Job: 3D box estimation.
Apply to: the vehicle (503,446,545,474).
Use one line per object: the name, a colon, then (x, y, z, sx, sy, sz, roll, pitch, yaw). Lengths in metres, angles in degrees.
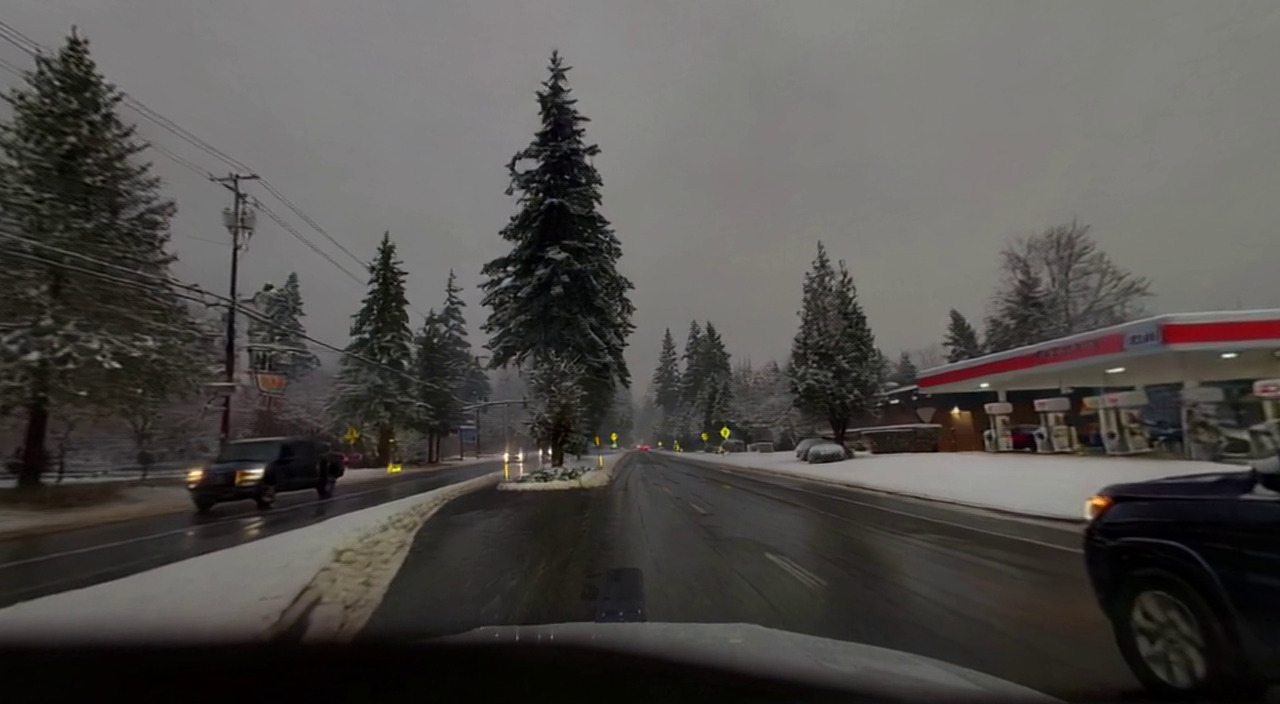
vehicle: (-8.032, 7.519, 44.185, 2.079, 1.830, 4.951, 0, -9, -1)

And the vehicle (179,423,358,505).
vehicle: (-11.181, 3.408, 19.720, 2.131, 2.148, 5.709, 0, -9, -1)

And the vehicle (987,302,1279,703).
vehicle: (3.812, 0.688, 2.337, 2.218, 1.878, 4.748, 0, -9, -2)
